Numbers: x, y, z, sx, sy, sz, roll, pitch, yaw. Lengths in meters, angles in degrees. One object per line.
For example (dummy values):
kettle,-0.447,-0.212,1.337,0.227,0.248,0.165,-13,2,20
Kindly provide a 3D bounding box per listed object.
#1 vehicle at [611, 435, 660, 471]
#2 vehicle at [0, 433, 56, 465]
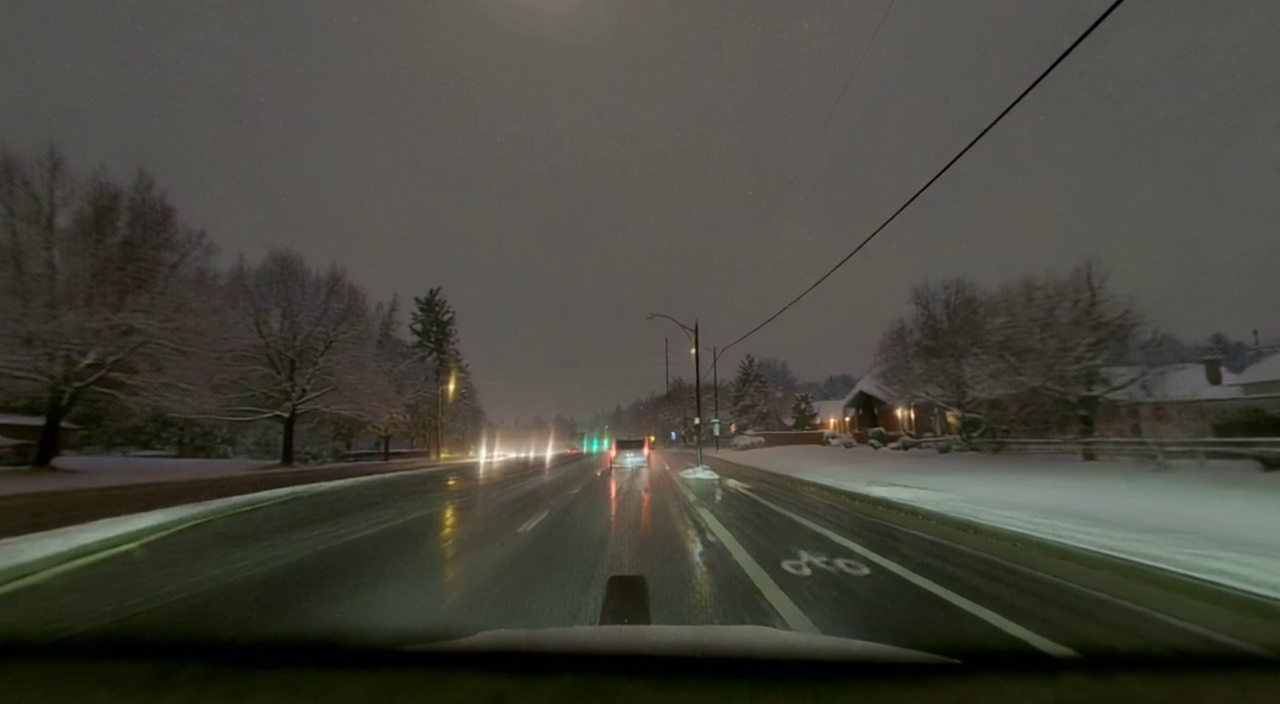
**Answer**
vehicle,-0.175,4.499,28.180,2.009,1.456,4.003,0,-8,1
vehicle,-35.292,5.414,35.247,3.451,1.541,1.784,3,-8,6
